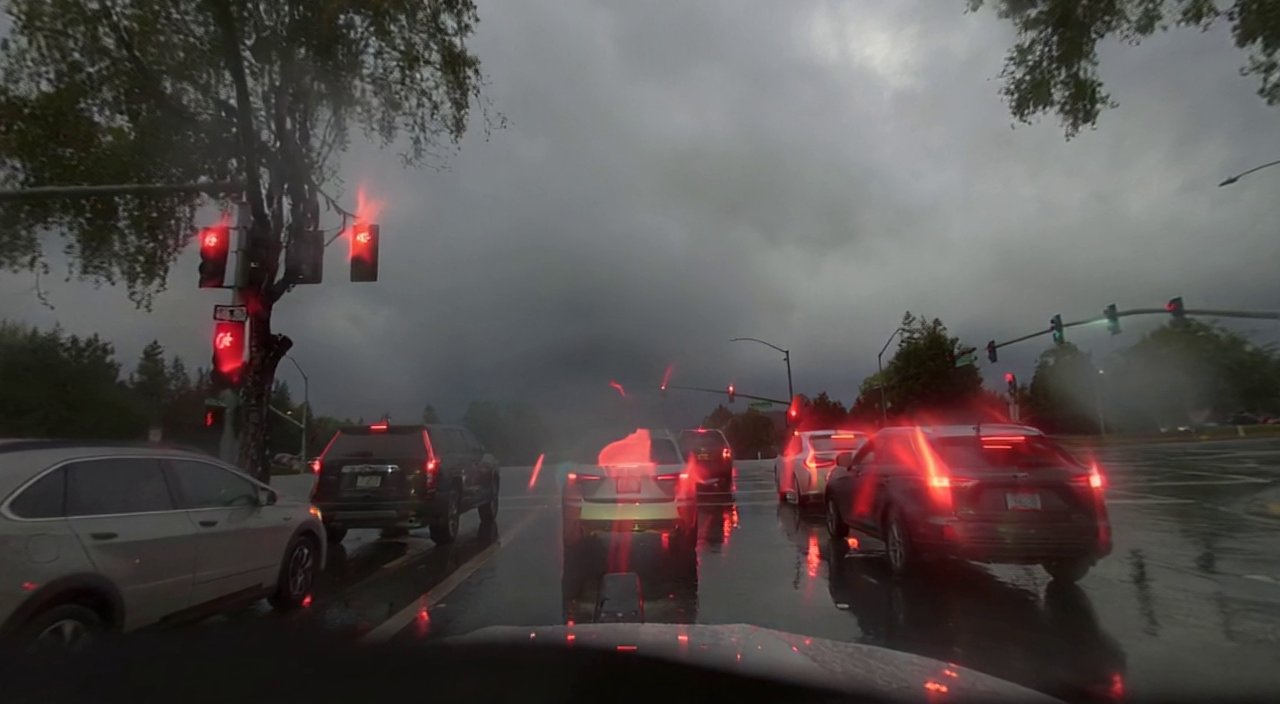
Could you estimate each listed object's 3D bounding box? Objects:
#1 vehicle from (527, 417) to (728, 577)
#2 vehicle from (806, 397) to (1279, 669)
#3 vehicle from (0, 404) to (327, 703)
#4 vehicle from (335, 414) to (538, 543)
[{"bbox_3d":[-0.094,1.801,8.555,2.106,1.655,3.717,0,-8,1],"label":"vehicle"},{"bbox_3d":[3.228,1.444,6.194,2.006,1.659,4.462,0,-8,1],"label":"vehicle"},{"bbox_3d":[-3.350,0.950,2.369,1.863,1.495,4.667,0,-8,2],"label":"vehicle"},{"bbox_3d":[-3.226,2.107,11.164,2.048,1.805,4.405,0,-8,1],"label":"vehicle"}]
